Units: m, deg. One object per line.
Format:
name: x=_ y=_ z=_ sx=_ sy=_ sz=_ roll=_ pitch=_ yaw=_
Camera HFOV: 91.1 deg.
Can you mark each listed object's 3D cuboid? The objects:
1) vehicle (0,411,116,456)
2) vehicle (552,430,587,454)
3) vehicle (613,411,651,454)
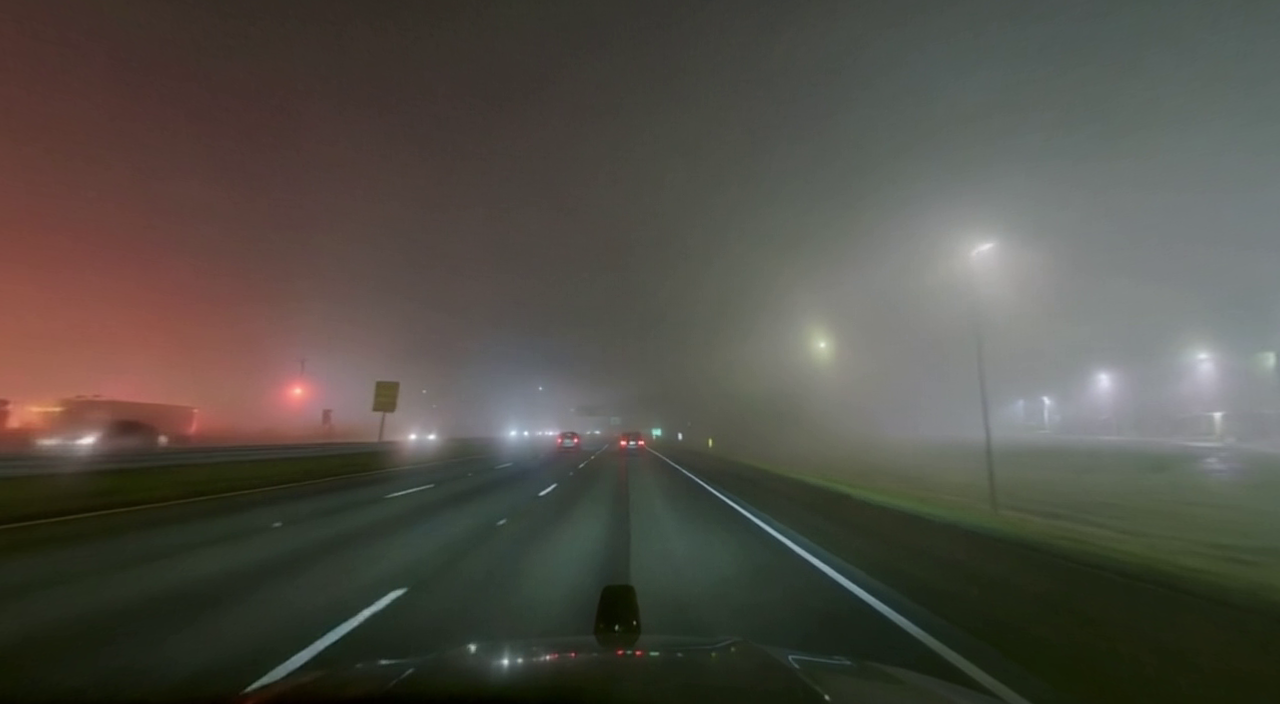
vehicle: x=-23.970 y=3.283 z=25.341 sx=1.993 sy=1.658 sz=4.276 roll=0 pitch=-8 yaw=-1
vehicle: x=-4.694 y=6.041 z=42.224 sx=1.932 sy=1.544 sz=3.864 roll=0 pitch=-8 yaw=-1
vehicle: x=-0.634 y=5.524 z=43.190 sx=2.418 sy=2.704 sz=6.445 roll=0 pitch=-8 yaw=-2
